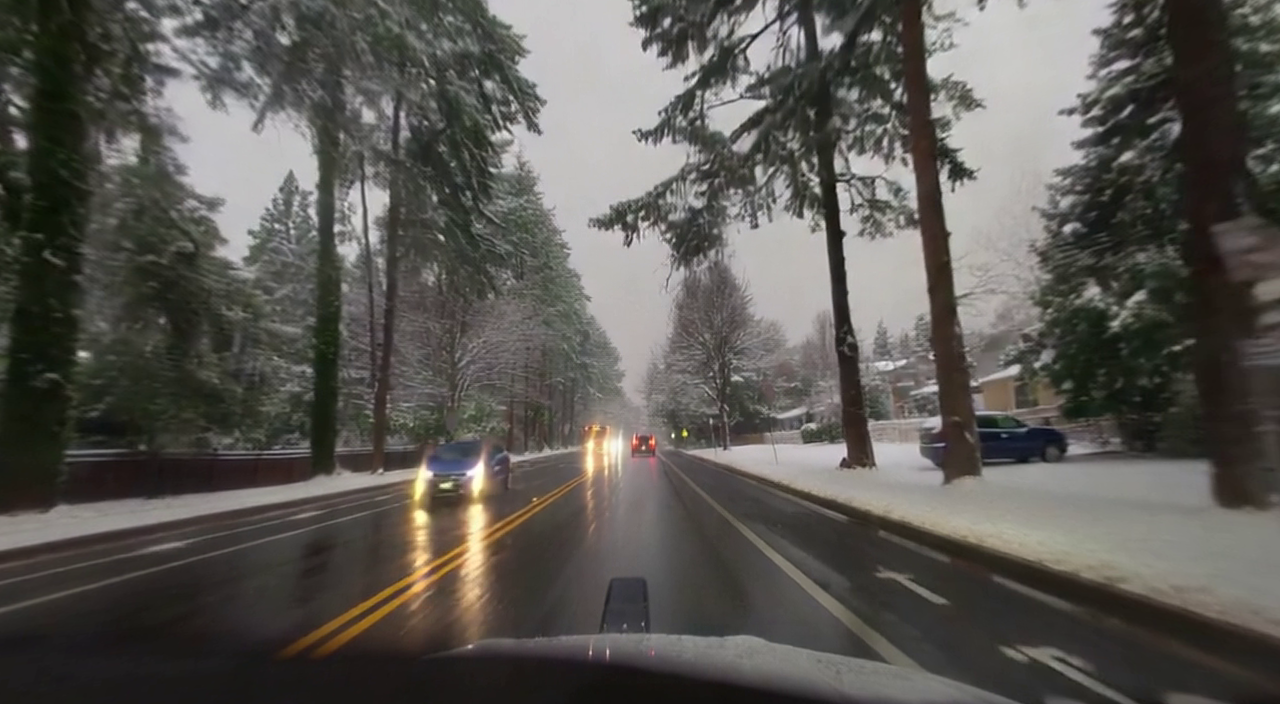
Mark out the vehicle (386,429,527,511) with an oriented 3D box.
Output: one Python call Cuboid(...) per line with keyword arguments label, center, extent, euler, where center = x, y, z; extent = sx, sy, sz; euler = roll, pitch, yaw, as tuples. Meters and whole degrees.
Cuboid(label="vehicle", center=(-4.327, 2.837, 15.705), extent=(2.102, 1.620, 4.575), euler=(-3, -8, 1))
